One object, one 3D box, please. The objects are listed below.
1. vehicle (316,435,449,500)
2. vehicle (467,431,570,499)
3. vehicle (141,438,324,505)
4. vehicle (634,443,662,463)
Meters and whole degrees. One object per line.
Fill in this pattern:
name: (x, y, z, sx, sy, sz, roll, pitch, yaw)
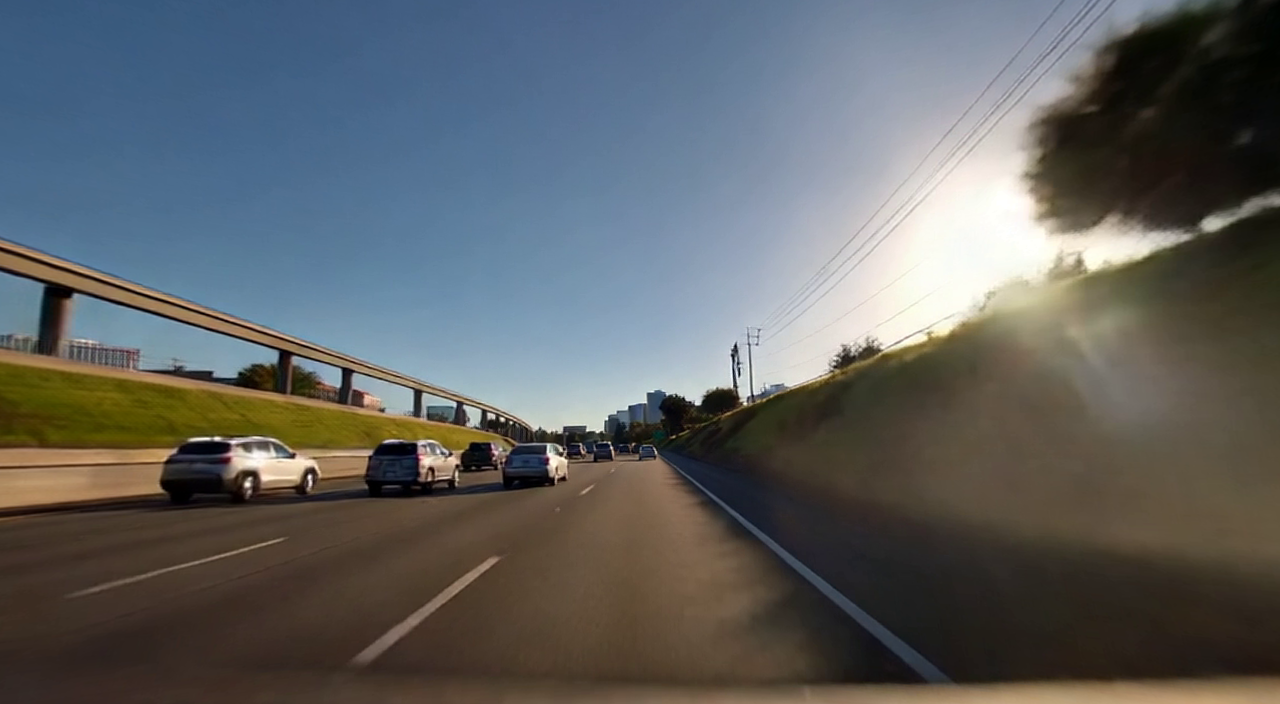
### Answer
vehicle: (-7.227, 3.255, 18.222, 1.959, 1.652, 4.170, 0, -8, 2)
vehicle: (-3.421, 3.268, 18.673, 2.052, 1.731, 4.372, 0, -8, 2)
vehicle: (-11.097, 3.255, 17.709, 1.951, 1.628, 4.617, 0, -8, 1)
vehicle: (0.550, 7.678, 48.256, 2.074, 1.465, 3.977, 0, -8, -1)
